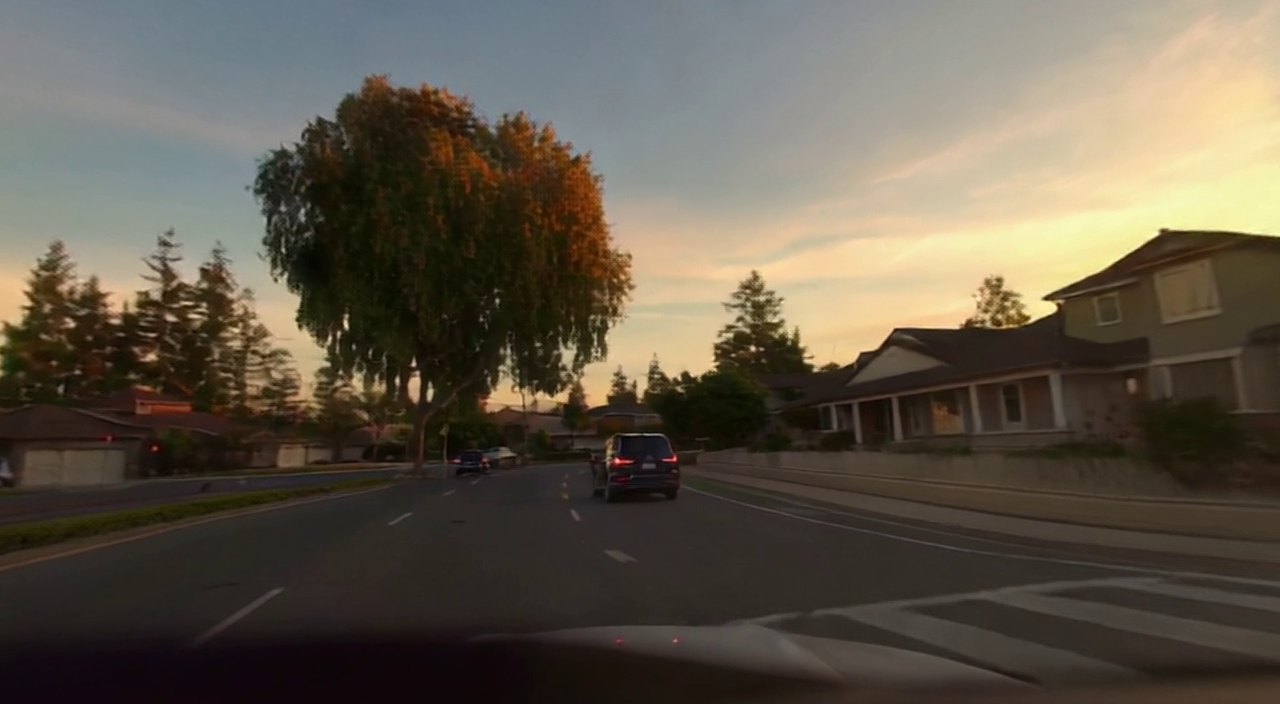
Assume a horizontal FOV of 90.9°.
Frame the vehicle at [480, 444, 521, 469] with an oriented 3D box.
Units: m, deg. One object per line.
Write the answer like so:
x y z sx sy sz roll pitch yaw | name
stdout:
-9.999 7.522 45.550 2.063 1.721 4.261 0 -9 -2 | vehicle

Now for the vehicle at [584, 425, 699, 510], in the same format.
-0.162 2.893 16.298 2.141 1.833 4.704 1 -9 -10 | vehicle
